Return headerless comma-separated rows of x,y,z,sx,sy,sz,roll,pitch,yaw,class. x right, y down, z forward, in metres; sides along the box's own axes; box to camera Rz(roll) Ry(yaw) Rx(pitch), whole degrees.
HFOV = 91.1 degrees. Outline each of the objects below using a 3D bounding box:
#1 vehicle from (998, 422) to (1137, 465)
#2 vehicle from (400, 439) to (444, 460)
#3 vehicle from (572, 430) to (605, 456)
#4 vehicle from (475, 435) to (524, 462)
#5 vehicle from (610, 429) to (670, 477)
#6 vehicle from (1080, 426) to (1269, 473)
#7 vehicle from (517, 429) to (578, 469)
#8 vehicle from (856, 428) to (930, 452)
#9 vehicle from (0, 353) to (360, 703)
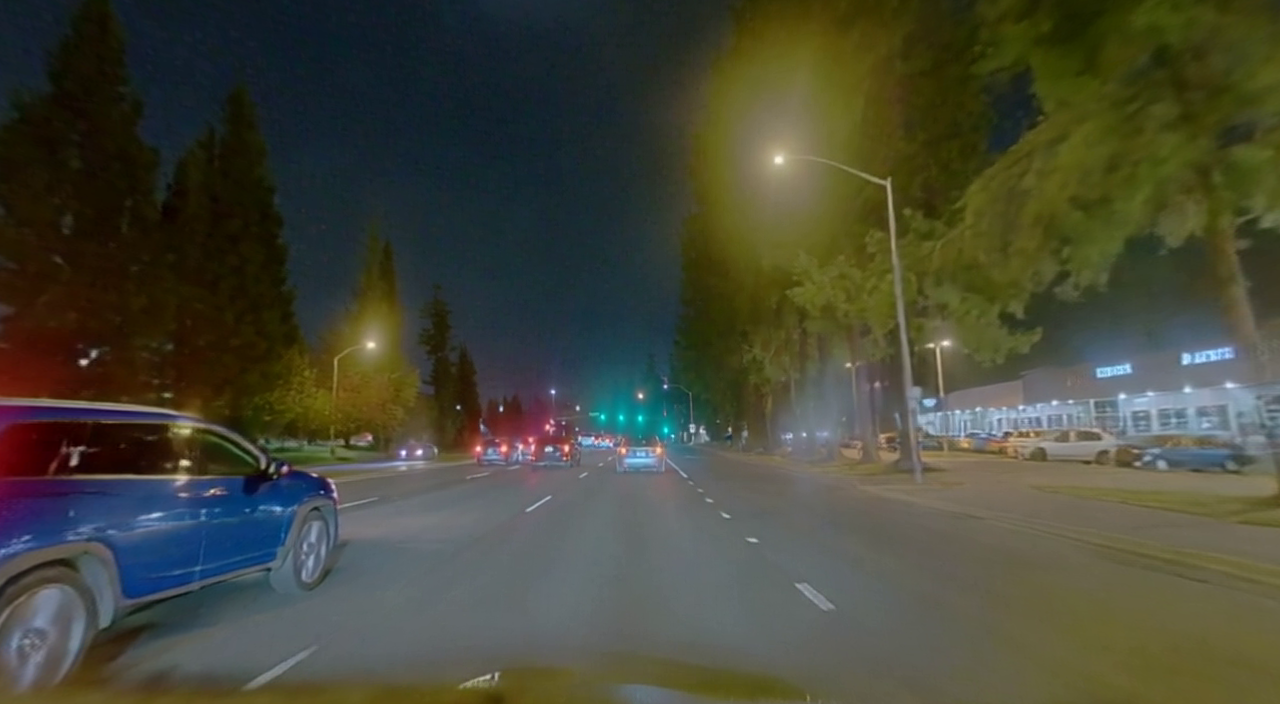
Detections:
17.267,3.719,25.484,4.290,1.664,1.893,1,-8,-3,vehicle
-16.321,7.311,47.114,1.984,1.497,3.816,0,-8,-1,vehicle
-3.781,6.759,46.659,2.047,1.810,4.414,0,-8,0,vehicle
-8.100,5.631,36.652,1.926,1.463,4.450,0,-8,-1,vehicle
-0.006,3.772,23.671,2.042,1.641,4.187,0,-8,0,vehicle
17.504,3.207,20.711,4.460,1.449,1.959,0,-8,-2,vehicle
-4.228,4.501,29.332,2.113,1.713,4.422,0,-8,1,vehicle
17.526,6.121,43.651,4.329,1.656,1.873,0,-8,1,vehicle
-3.778,1.019,3.964,2.070,1.641,4.152,0,-8,0,vehicle
